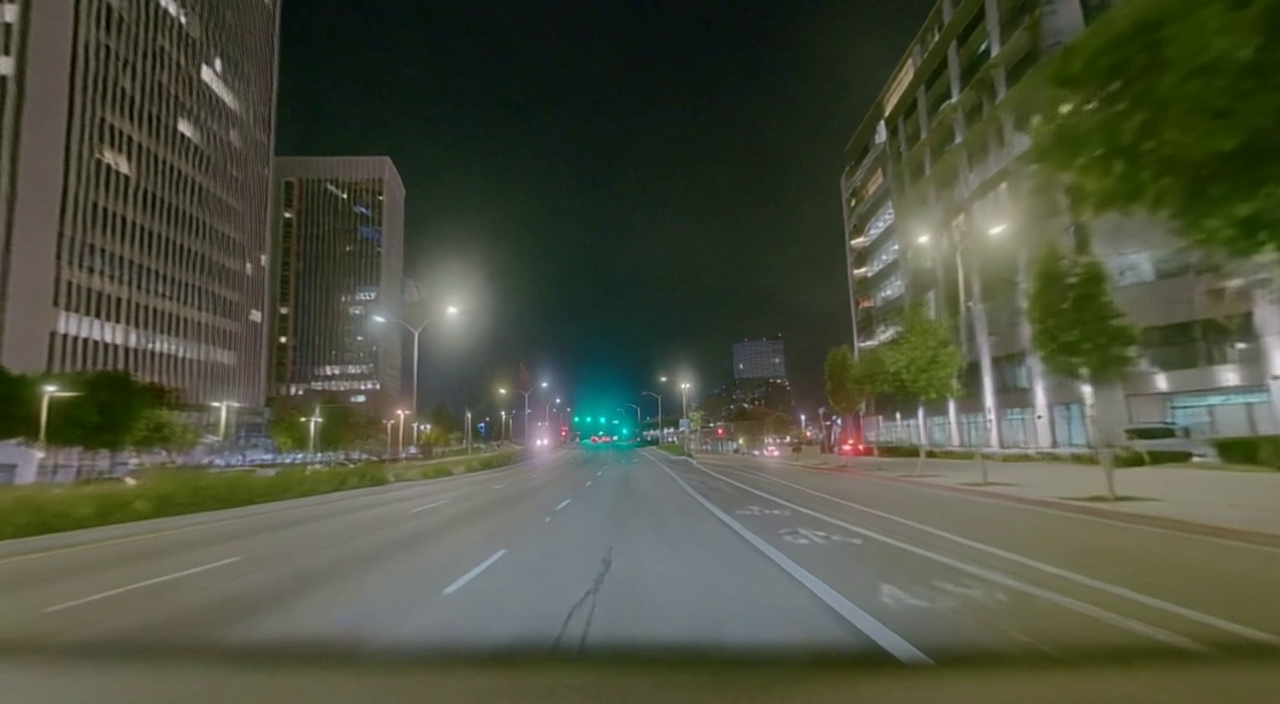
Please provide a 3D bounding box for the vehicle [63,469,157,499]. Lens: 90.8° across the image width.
[{"bbox_3d":[-33.178,8.253,39.750,2.020,1.552,4.568,0,-9,-2],"label":"vehicle"}]
